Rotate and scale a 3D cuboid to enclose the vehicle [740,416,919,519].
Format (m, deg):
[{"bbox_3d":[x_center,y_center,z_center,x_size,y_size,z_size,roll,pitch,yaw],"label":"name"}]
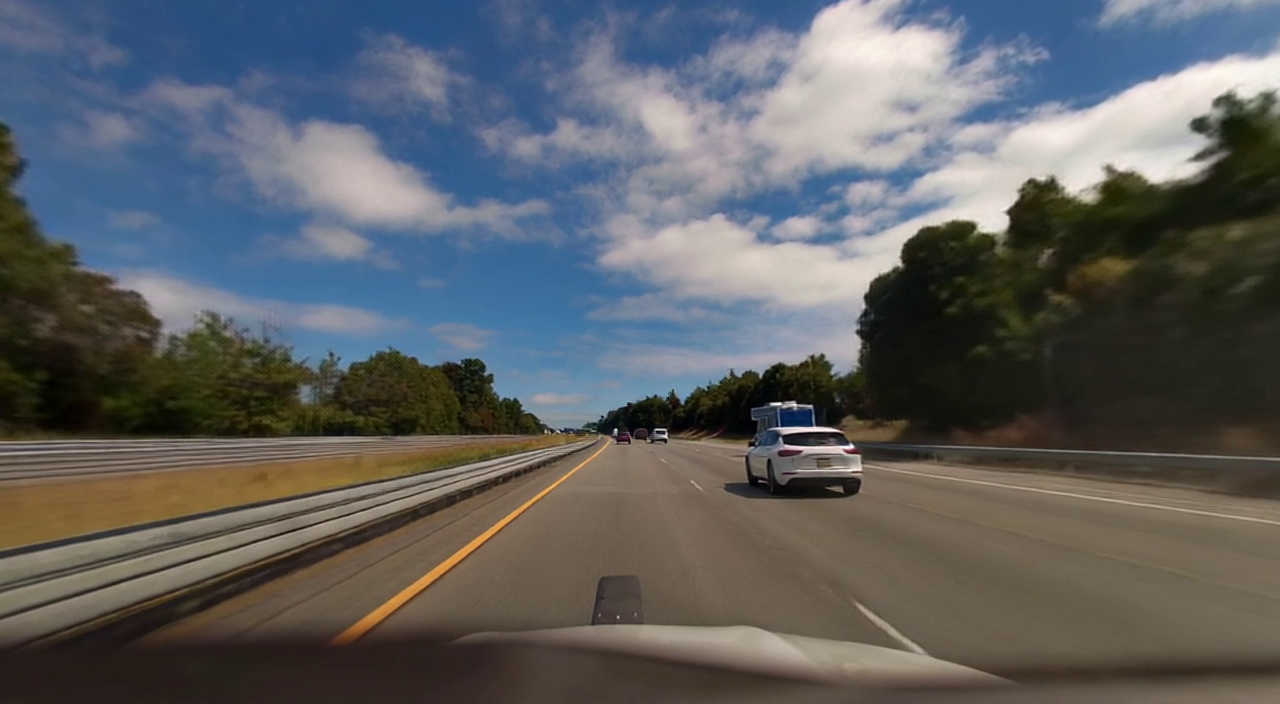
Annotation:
[{"bbox_3d":[3.216,2.024,11.630,2.002,1.569,3.845,0,-8,-2],"label":"vehicle"}]
